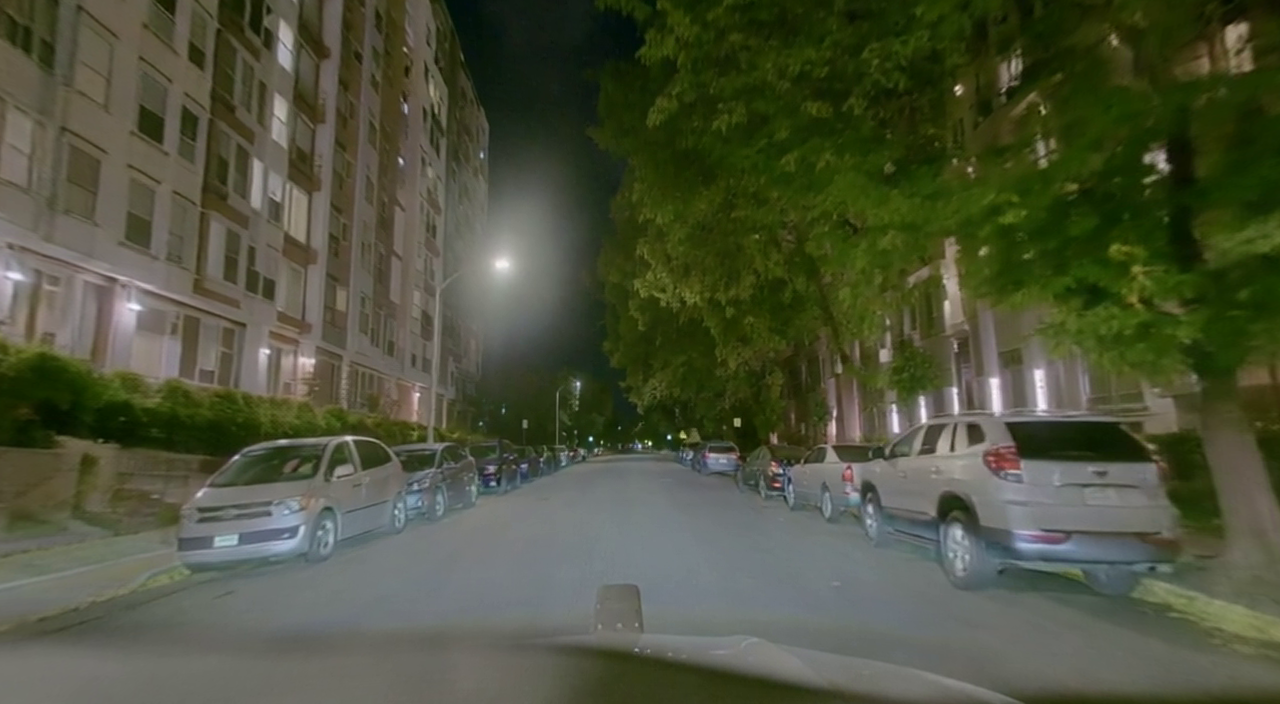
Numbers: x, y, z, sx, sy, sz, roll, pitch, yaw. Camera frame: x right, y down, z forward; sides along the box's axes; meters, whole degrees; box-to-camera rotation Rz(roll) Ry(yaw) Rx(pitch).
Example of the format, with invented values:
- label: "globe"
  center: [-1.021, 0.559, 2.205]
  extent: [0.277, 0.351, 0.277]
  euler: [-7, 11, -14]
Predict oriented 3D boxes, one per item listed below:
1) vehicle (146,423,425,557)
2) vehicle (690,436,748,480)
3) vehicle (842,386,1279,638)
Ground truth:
- label: "vehicle"
  center: [-5.141, 2.003, 9.923]
  extent: [2.274, 1.679, 3.639]
  euler: [0, -8, -1]
- label: "vehicle"
  center: [3.481, 4.762, 28.747]
  extent: [1.912, 1.781, 5.159]
  euler: [0, -8, -1]
- label: "vehicle"
  center: [3.881, 1.512, 7.045]
  extent: [1.911, 1.835, 4.599]
  euler: [0, -8, 3]
